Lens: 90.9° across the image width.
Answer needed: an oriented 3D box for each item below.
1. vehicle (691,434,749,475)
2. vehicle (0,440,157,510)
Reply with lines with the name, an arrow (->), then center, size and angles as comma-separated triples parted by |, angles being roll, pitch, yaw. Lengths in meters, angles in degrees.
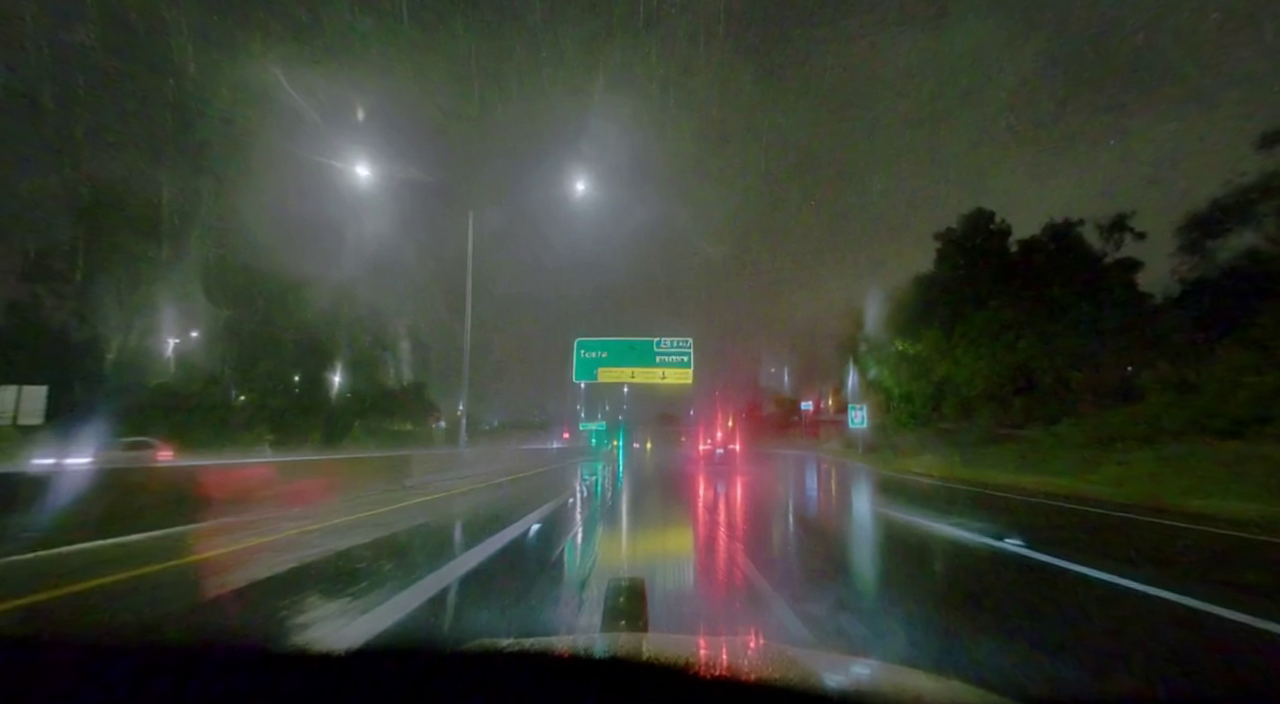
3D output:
vehicle -> 3.554, 4.656, 28.868 | 2.039, 1.701, 4.834 | 0, -8, 0
vehicle -> -14.904, 2.963, 15.613 | 1.938, 1.498, 4.851 | 0, -8, 2
